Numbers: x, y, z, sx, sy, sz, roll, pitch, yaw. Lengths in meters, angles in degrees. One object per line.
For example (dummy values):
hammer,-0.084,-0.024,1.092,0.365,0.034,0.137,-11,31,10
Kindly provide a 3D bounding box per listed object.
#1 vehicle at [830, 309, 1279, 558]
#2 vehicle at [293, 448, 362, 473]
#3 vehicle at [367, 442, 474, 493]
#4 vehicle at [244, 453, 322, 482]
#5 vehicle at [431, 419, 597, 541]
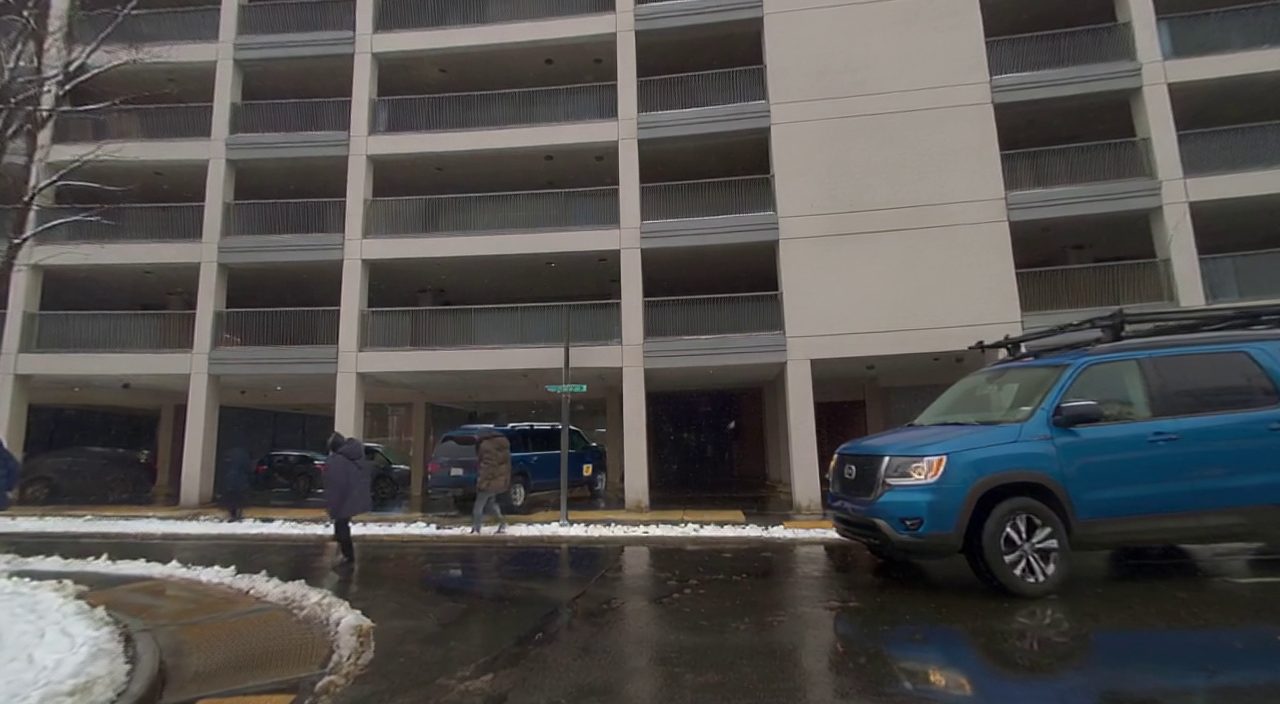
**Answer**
vehicle,6.373,1.060,8.250,6.932,2.753,2.446,0,-8,1
vehicle,-19.901,6.933,40.303,3.692,1.509,1.803,3,-9,-20
vehicle,-8.172,4.331,24.024,2.395,1.719,4.549,0,-8,1
vehicle,-19.458,6.291,34.505,3.467,1.456,1.649,4,-9,-24
vehicle,-1.956,2.157,11.215,2.144,1.733,4.115,0,-8,-1
